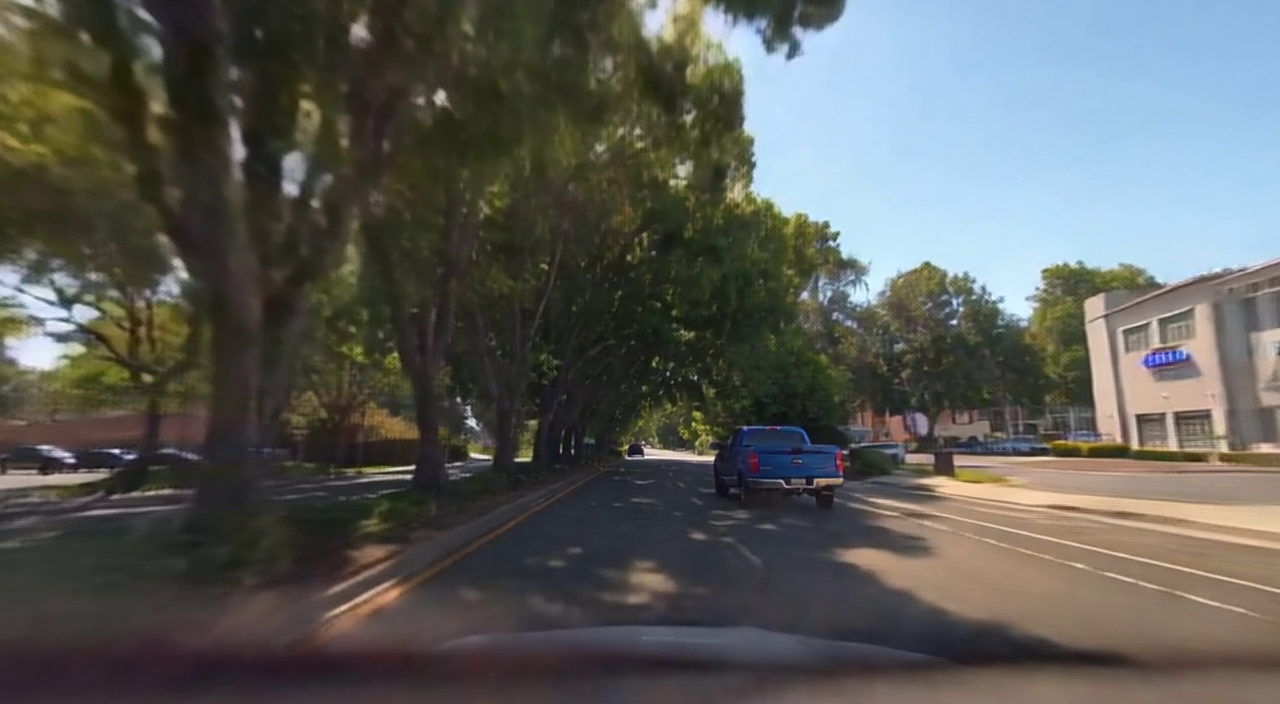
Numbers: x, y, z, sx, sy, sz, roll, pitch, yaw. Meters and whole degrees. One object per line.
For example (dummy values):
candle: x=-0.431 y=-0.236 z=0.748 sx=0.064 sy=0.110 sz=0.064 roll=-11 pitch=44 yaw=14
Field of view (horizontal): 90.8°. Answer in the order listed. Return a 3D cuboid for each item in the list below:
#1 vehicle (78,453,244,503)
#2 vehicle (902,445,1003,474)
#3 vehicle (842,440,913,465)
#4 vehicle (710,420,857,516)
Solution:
vehicle: x=-19.062 y=4.989 z=25.264 sx=5.074 sy=1.804 sz=2.283 roll=-1 pitch=-8 yaw=10
vehicle: x=16.932 y=5.809 z=34.432 sx=4.721 sy=1.462 sz=2.028 roll=-4 pitch=-9 yaw=25
vehicle: x=17.528 y=7.367 z=46.651 sx=4.747 sy=1.761 sz=2.043 roll=-3 pitch=-9 yaw=22
vehicle: x=3.070 y=2.620 z=14.871 sx=2.138 sy=1.836 sz=5.245 roll=0 pitch=-8 yaw=-1
